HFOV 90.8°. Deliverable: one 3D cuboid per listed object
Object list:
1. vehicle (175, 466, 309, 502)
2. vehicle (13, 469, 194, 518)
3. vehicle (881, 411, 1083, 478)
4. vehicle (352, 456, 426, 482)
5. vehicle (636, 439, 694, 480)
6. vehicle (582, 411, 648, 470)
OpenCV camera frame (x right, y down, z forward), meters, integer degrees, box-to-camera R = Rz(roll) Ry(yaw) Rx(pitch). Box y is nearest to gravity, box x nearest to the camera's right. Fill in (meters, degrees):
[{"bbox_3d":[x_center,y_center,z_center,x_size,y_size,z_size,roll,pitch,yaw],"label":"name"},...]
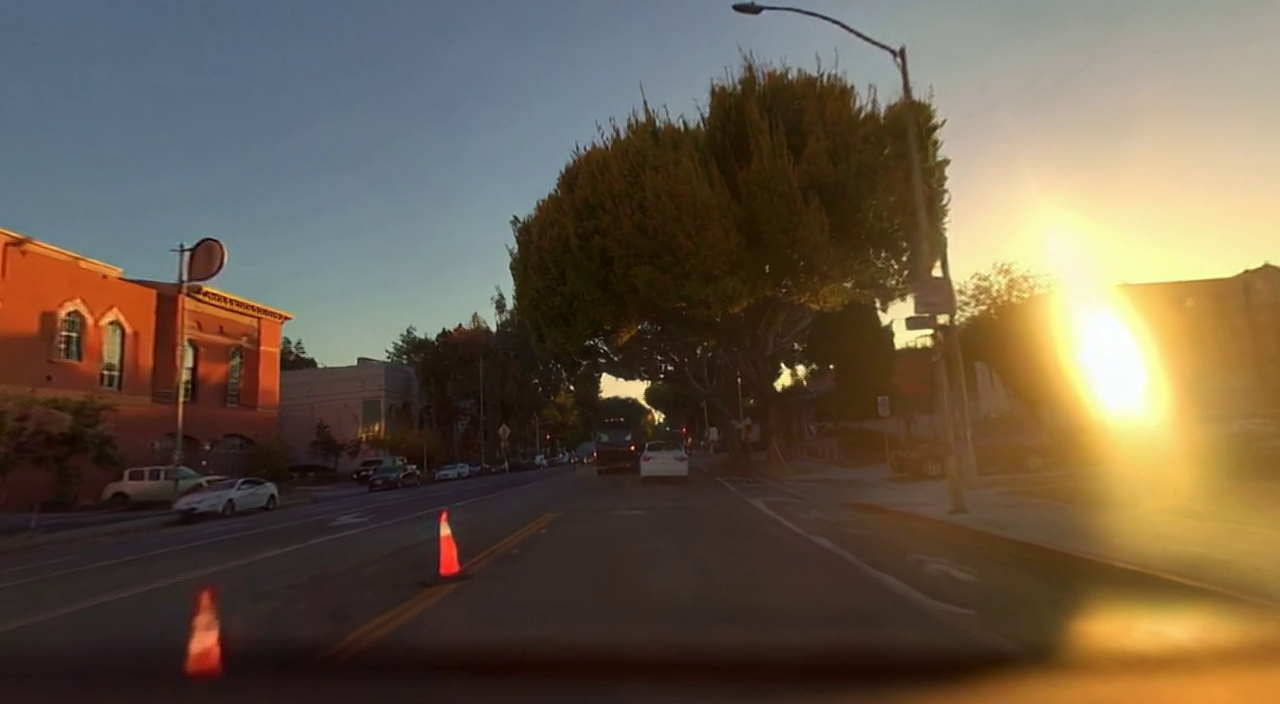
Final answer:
[{"bbox_3d":[-18.574,6.146,29.637,4.952,1.510,2.115,-1,-8,5],"label":"vehicle"},{"bbox_3d":[-19.526,5.152,23.178,4.696,1.513,2.243,-1,-8,3],"label":"vehicle"},{"bbox_3d":[10.342,2.842,19.463,4.859,1.914,2.333,0,-8,-1],"label":"vehicle"},{"bbox_3d":[-17.777,8.261,44.773,4.397,1.698,1.932,-1,-8,7],"label":"vehicle"},{"bbox_3d":[1.004,4.362,25.948,2.159,1.506,4.086,0,-8,2],"label":"vehicle"},{"bbox_3d":[-1.304,5.813,41.368,2.977,3.271,12.748,-1,-8,4],"label":"vehicle"}]
